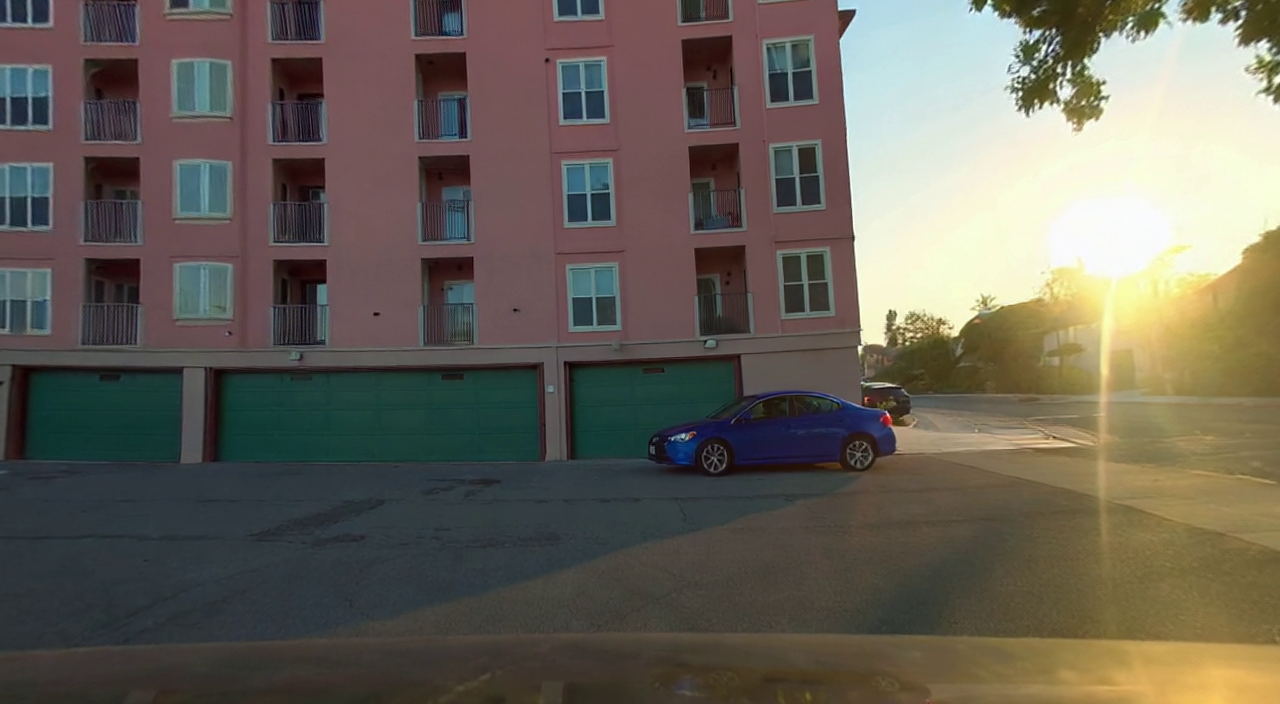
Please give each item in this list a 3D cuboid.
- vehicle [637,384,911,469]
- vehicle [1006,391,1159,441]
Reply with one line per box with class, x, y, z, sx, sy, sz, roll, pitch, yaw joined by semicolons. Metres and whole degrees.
vehicle;2.300;1.417;11.835;4.697;1.444;1.825;0;-8;-1
vehicle;15.847;2.335;22.749;3.905;1.475;2.057;-3;-8;-3
